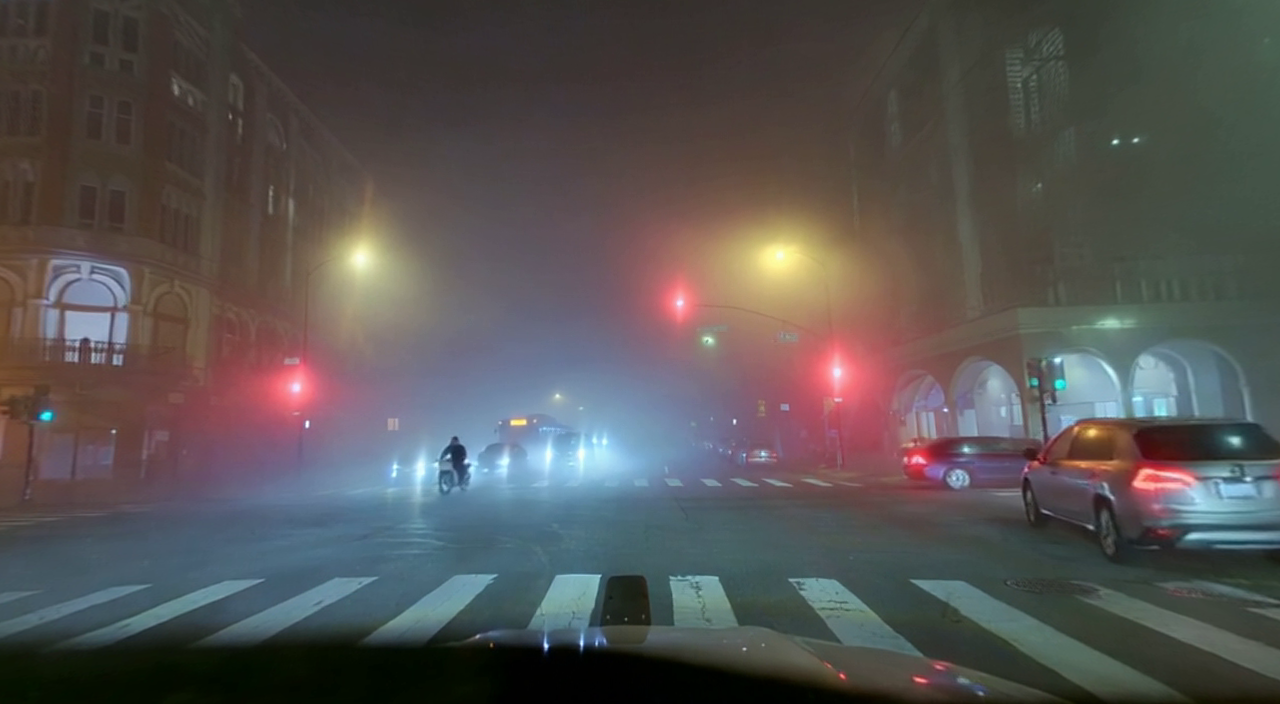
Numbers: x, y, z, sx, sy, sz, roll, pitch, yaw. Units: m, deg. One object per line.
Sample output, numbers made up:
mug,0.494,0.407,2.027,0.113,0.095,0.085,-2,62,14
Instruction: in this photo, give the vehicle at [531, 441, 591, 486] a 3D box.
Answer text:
vehicle,-2.801,3.948,22.745,1.904,1.402,4.759,1,-8,-6

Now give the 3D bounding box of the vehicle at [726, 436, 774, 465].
vehicle,6.254,5.649,36.298,1.926,1.574,3.961,0,-8,-2

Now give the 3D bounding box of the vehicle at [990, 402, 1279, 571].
vehicle,6.213,1.568,8.137,1.912,1.505,4.889,-3,-9,17

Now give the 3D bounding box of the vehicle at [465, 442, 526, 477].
vehicle,-6.663,4.981,29.491,1.861,1.508,4.052,0,-8,0

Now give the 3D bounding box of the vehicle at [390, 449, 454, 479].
vehicle,-11.925,6.127,34.834,1.998,1.505,4.405,0,-8,0
